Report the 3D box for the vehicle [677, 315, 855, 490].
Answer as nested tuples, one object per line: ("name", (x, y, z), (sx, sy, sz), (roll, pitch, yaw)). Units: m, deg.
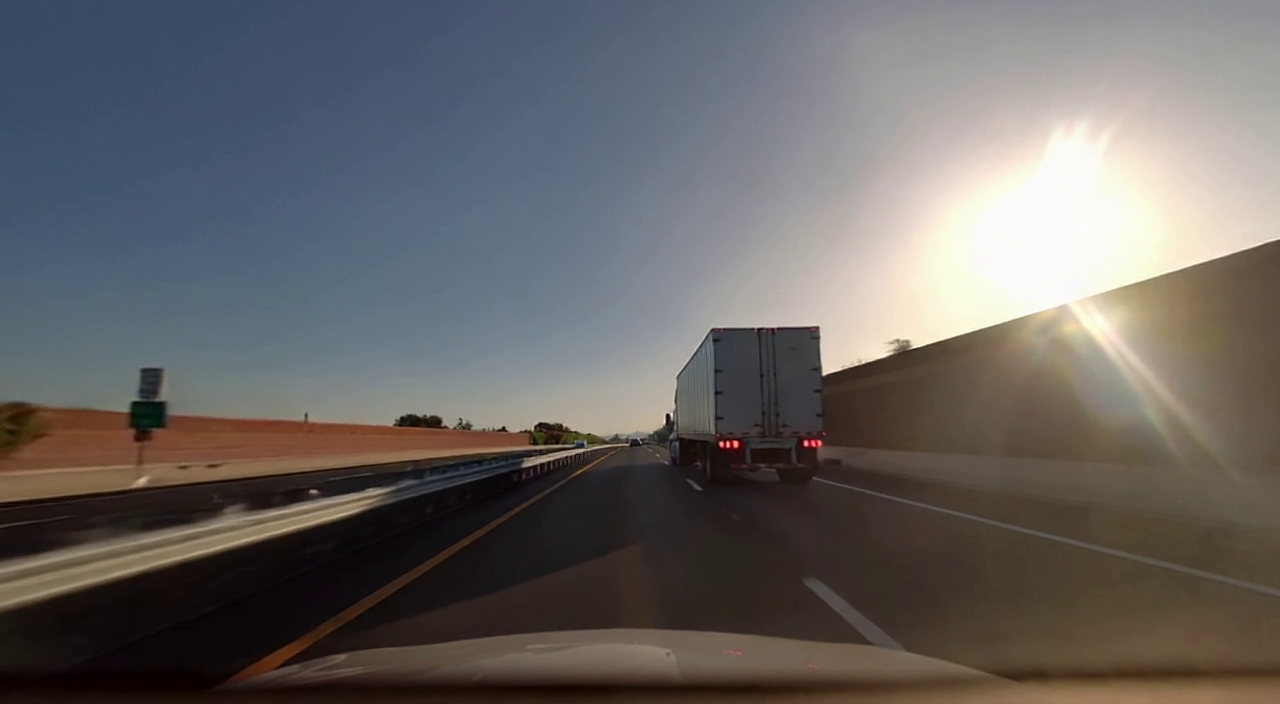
("vehicle", (3.276, 2.037, 21.315), (2.924, 4.024, 13.639), (0, -8, -1))
